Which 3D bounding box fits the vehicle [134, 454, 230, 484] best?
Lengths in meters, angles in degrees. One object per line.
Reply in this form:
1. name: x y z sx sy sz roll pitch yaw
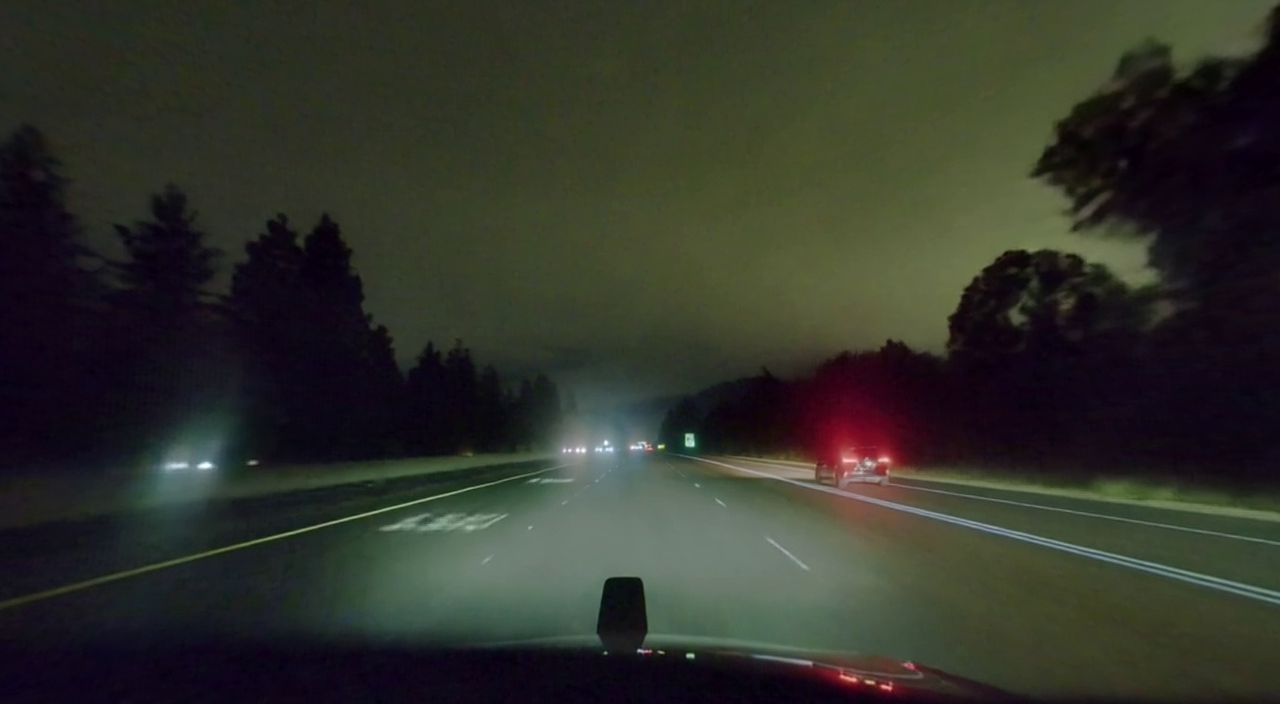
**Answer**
1. vehicle: -24.394 6.211 33.817 1.803 1.449 4.423 0 -9 1
